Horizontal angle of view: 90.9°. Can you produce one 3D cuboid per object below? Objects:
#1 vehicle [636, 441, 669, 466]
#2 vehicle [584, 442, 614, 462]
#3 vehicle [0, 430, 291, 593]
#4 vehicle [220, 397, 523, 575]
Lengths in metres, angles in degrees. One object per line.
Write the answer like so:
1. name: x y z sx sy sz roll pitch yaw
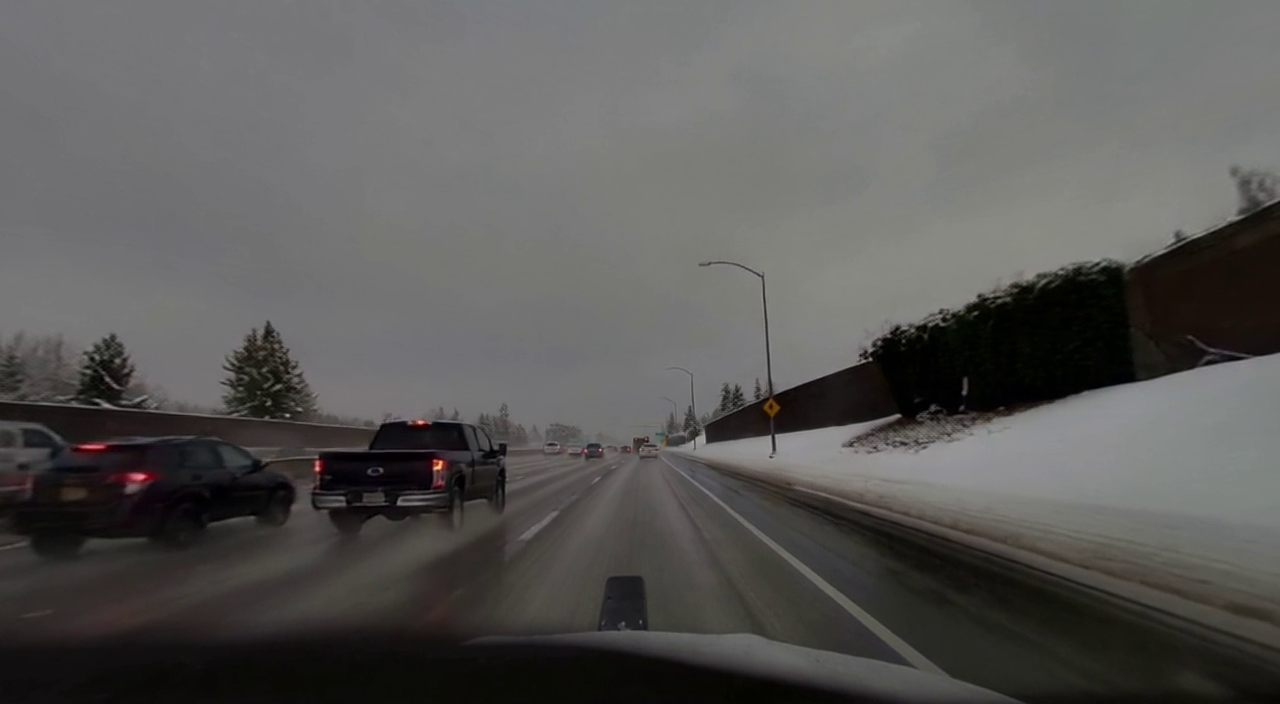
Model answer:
1. vehicle: 0.779 6.613 41.346 2.073 1.480 4.343 0 -8 0
2. vehicle: -3.165 7.901 49.865 2.056 1.480 4.022 -1 -8 1
3. vehicle: -6.630 1.787 8.007 1.887 1.475 4.316 -1 -8 1
4. vehicle: -3.191 1.720 8.922 2.124 1.787 4.830 -1 -8 0
